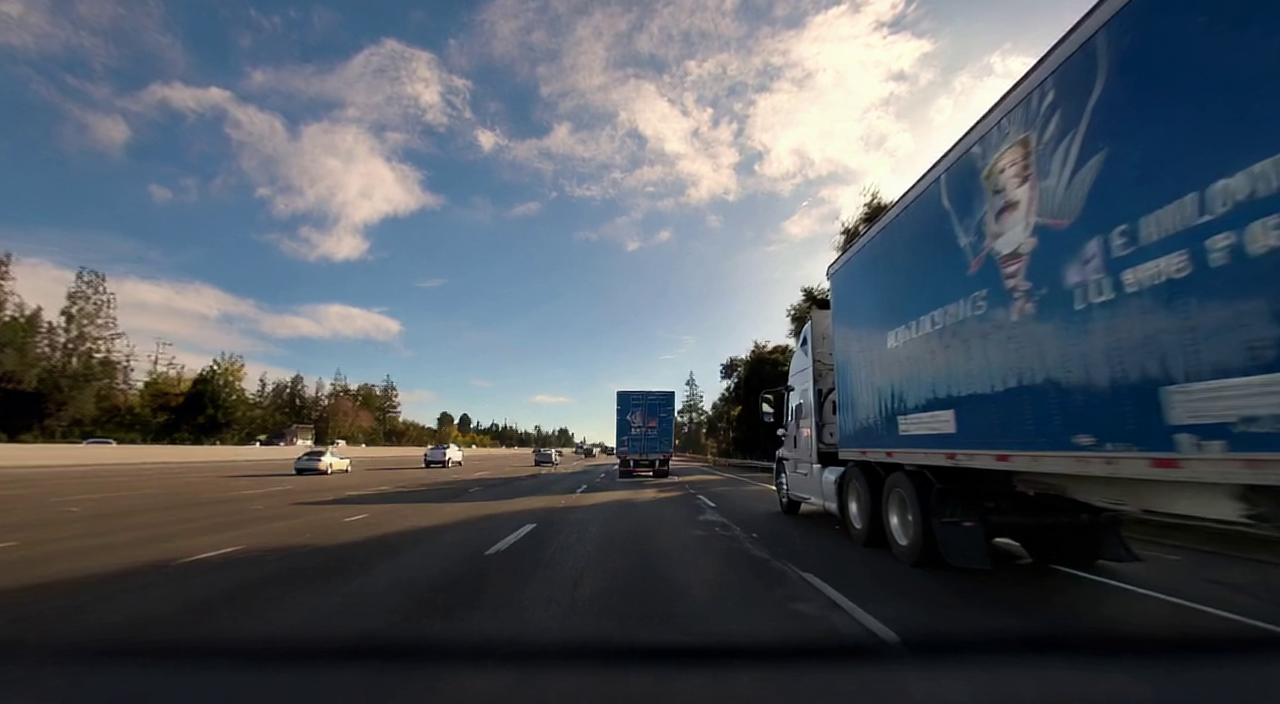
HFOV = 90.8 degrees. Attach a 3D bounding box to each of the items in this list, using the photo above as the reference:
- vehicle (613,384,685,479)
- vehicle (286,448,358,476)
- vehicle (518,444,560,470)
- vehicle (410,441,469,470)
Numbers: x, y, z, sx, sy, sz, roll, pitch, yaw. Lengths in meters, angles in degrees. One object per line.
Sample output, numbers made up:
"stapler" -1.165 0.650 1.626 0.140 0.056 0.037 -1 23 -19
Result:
"vehicle" 0.318 4.643 35.404 3.140 4.100 15.551 1 -9 -1
"vehicle" -18.410 6.353 36.780 1.901 1.485 4.279 0 -9 0
"vehicle" -7.154 7.479 45.039 2.152 1.732 4.782 0 -9 1
"vehicle" -14.127 7.348 44.938 2.296 1.907 5.659 0 -9 1
